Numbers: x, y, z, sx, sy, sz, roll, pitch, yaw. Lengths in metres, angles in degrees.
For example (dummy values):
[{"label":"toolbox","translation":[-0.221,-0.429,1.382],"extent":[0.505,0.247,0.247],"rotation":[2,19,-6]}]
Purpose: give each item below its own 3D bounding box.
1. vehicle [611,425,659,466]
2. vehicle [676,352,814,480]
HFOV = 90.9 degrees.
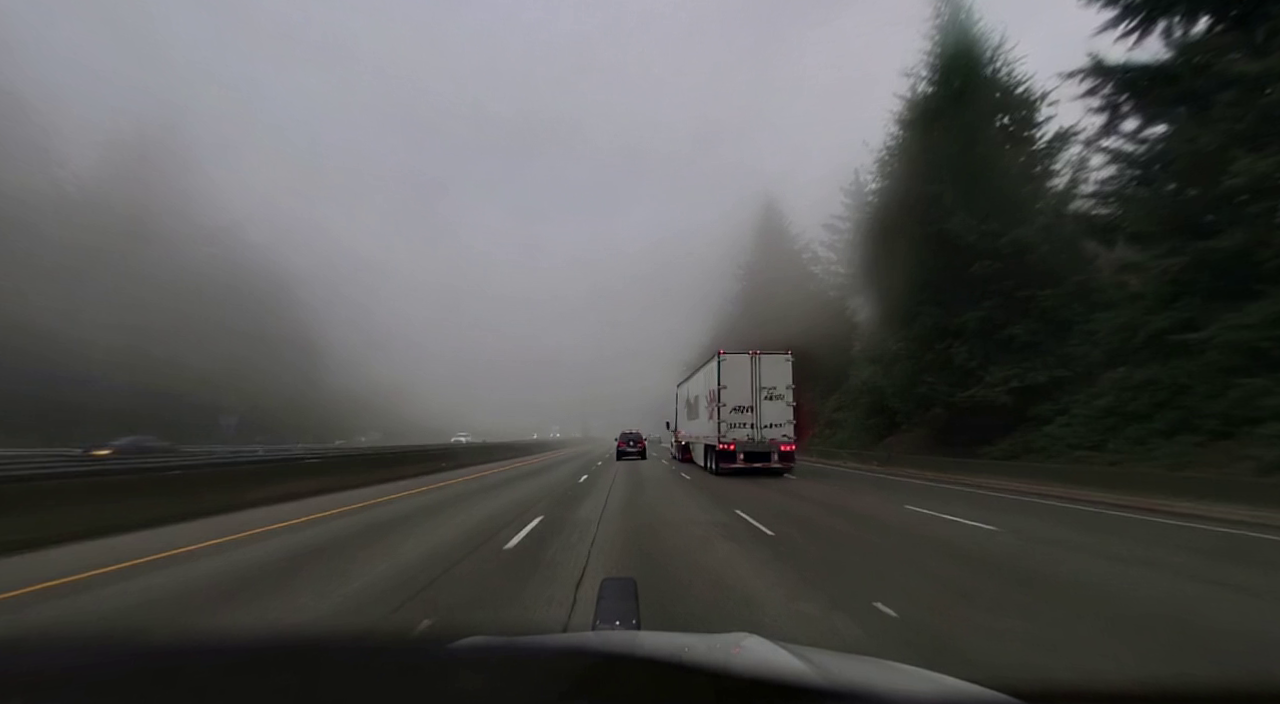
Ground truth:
[{"label":"vehicle","translation":[-0.288,4.743,32.274],"extent":[2.277,1.913,4.510],"rotation":[0,-8,-2]},{"label":"vehicle","translation":[3.687,2.920,26.843],"extent":[2.987,4.021,14.105],"rotation":[0,-8,-2]}]
